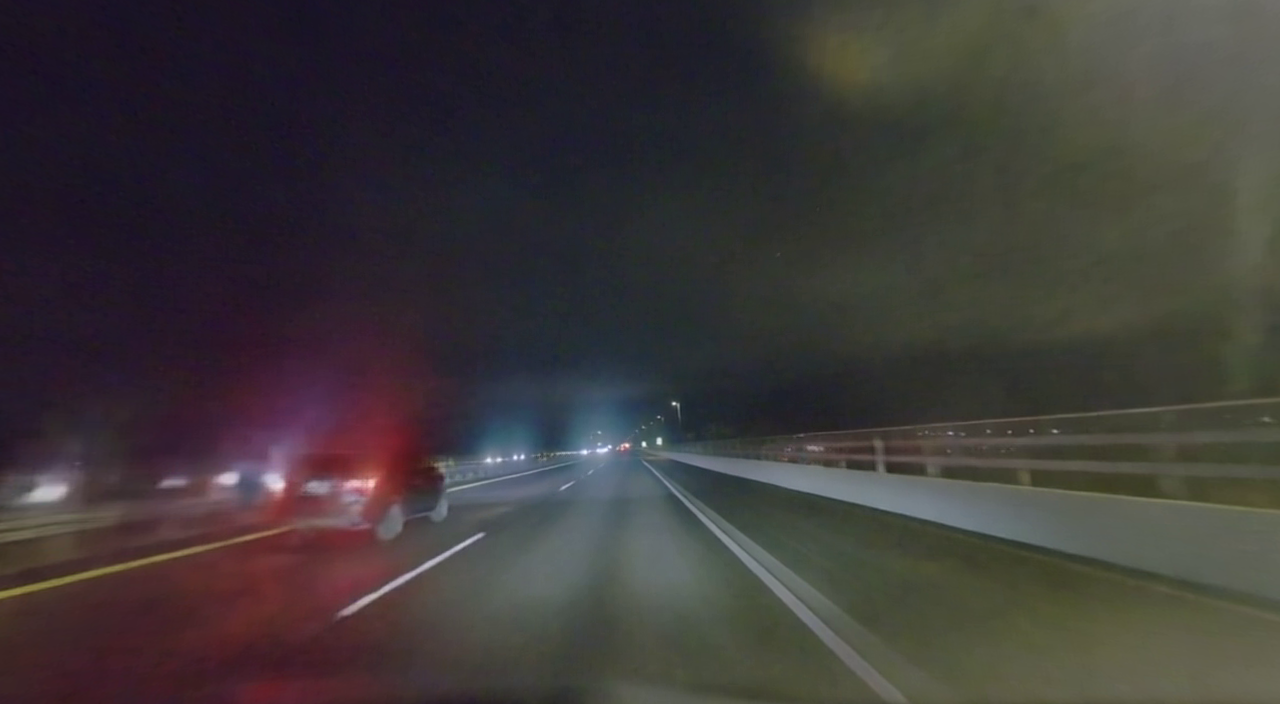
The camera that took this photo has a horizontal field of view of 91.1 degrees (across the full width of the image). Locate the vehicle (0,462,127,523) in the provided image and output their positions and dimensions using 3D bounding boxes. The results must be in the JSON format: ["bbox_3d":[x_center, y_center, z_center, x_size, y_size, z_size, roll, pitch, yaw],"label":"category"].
[{"bbox_3d":[-17.146,3.921,17.908,1.843,1.455,3.770,0,-9,-1],"label":"vehicle"}]

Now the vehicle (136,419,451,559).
[{"bbox_3d":[-4.652,1.907,9.501,2.139,1.577,4.546,0,-9,0],"label":"vehicle"}]
